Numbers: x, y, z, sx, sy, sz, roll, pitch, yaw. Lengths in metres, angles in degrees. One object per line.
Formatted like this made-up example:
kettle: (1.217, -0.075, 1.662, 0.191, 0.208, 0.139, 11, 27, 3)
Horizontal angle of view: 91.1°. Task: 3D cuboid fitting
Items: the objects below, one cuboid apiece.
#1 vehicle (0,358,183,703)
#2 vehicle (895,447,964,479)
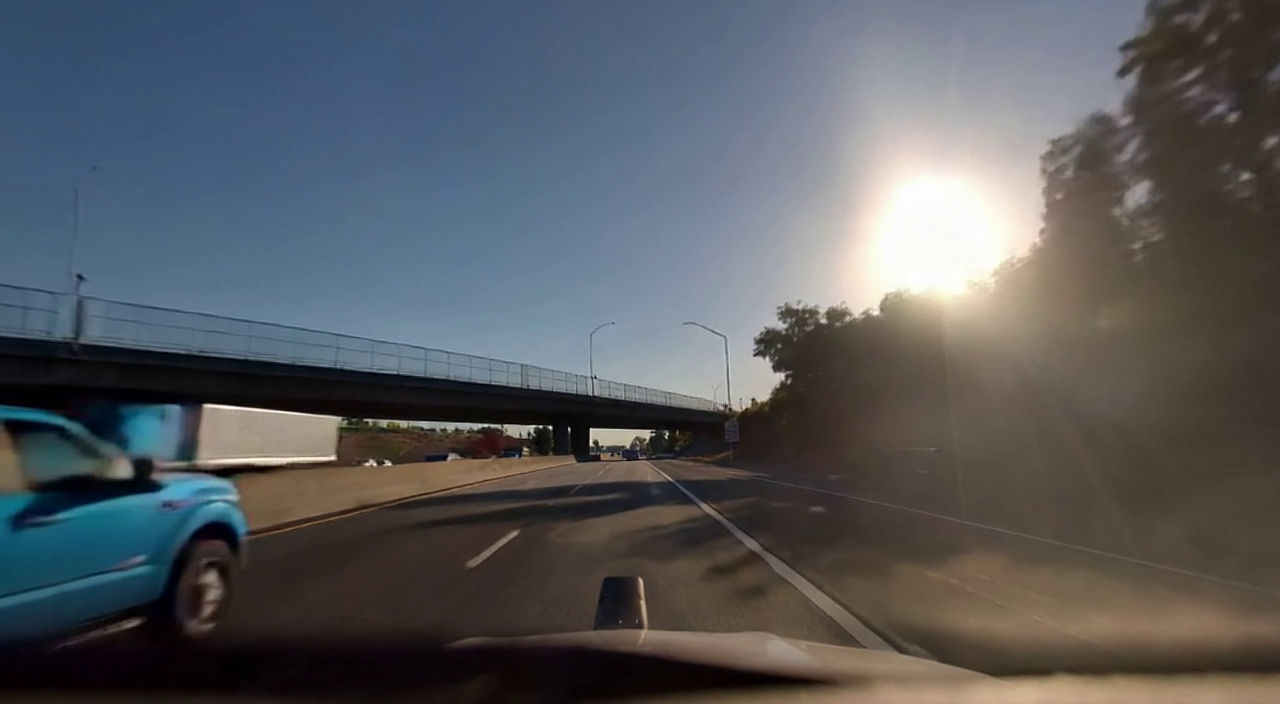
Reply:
vehicle: (-3.720, 0.696, 1.318, 2.152, 1.717, 4.423, 0, -9, 0)
vehicle: (15.468, 5.920, 33.762, 1.834, 1.555, 3.751, 0, -9, -1)
